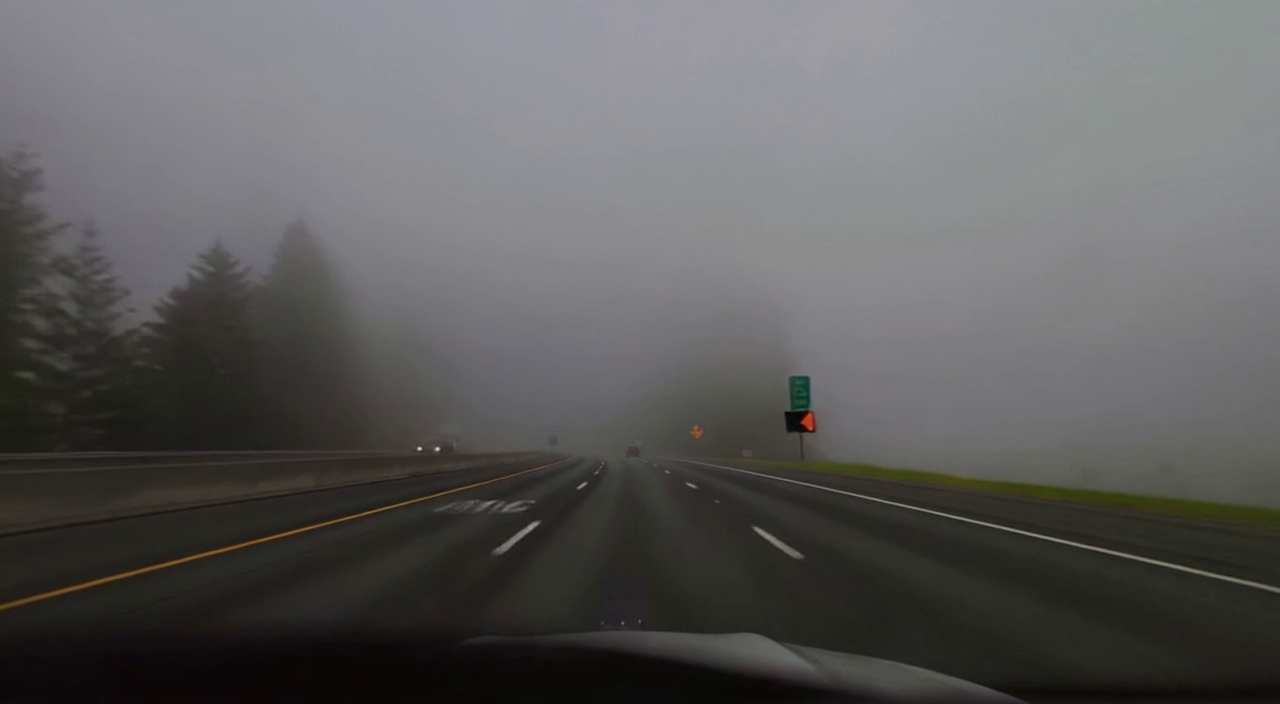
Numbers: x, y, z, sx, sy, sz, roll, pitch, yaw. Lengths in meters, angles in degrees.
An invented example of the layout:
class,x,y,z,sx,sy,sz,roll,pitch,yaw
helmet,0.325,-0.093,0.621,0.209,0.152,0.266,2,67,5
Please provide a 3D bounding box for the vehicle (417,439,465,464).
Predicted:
class,x,y,z,sx,sy,sz,roll,pitch,yaw
vehicle,-13.144,6.597,41.856,1.872,1.567,4.324,0,-9,-2
